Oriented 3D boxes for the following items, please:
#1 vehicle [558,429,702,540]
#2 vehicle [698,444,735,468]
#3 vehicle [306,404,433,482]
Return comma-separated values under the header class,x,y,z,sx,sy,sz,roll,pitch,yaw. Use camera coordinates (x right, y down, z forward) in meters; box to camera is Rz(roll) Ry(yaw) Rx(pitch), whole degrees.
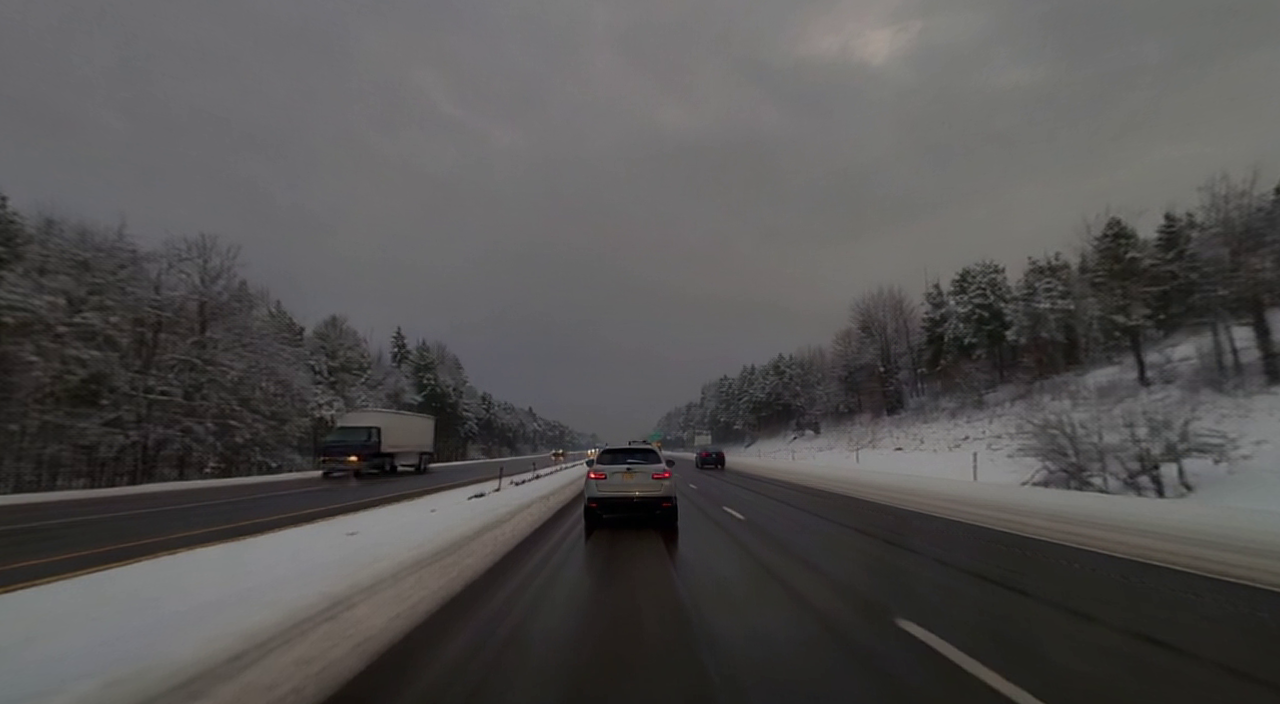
class,x,y,z,sx,sy,sz,roll,pitch,yaw
vehicle,-0.165,2.204,11.016,2.088,1.580,3.657,0,-9,-1
vehicle,4.931,6.772,41.081,1.931,1.516,3.995,0,-9,0
vehicle,-13.300,4.656,31.888,2.757,3.414,7.910,-1,-9,1
